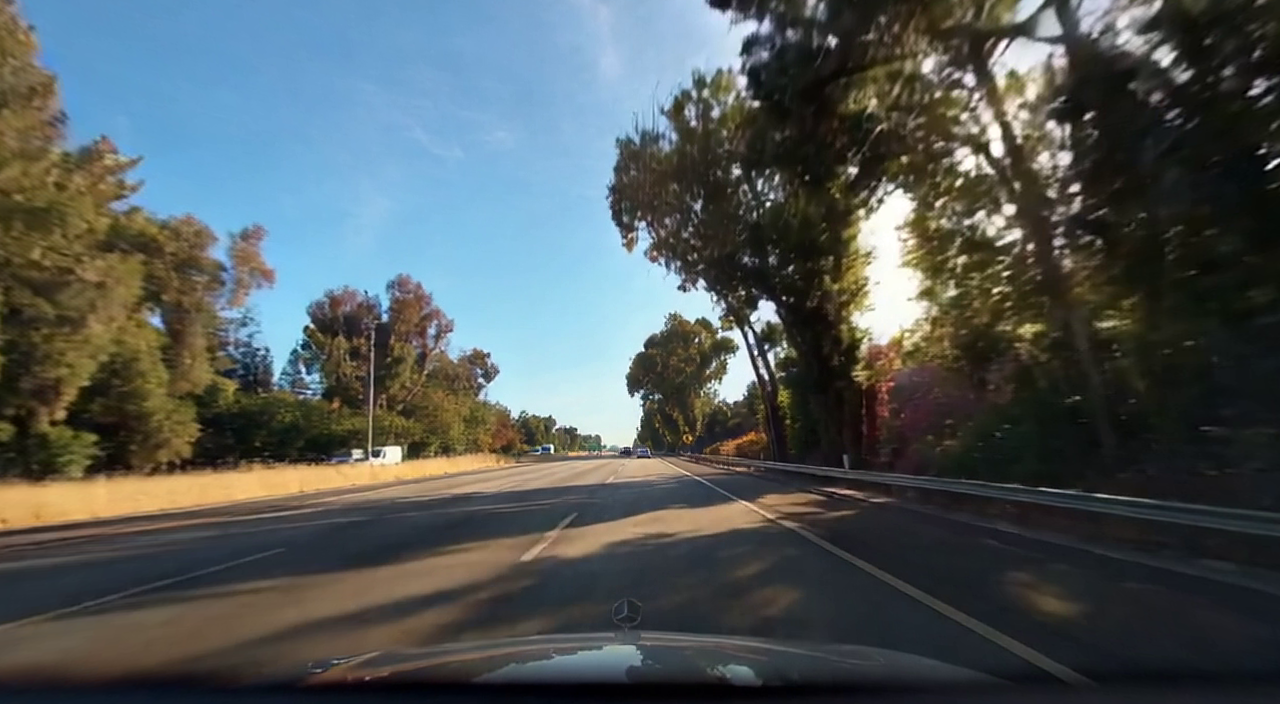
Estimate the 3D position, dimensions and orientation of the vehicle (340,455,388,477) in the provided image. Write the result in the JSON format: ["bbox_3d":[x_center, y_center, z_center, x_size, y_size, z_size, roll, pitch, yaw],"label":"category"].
[{"bbox_3d":[-19.696,8.146,45.229,1.728,1.495,3.757,0,-9,0],"label":"vehicle"}]
